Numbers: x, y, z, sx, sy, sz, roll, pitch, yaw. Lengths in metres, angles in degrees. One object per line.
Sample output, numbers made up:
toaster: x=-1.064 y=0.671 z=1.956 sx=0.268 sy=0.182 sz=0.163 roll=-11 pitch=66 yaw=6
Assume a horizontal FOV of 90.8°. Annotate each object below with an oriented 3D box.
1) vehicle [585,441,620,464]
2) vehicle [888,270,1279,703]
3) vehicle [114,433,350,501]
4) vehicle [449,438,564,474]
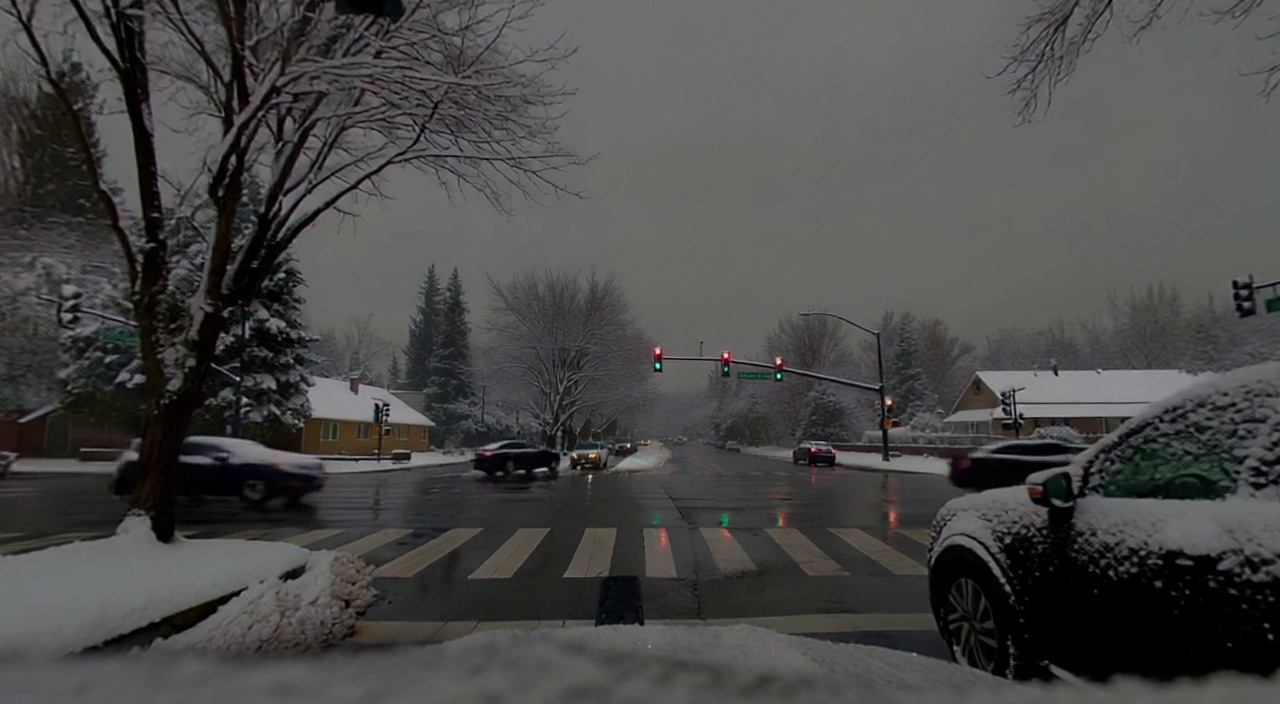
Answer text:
vehicle: x=-2.440 y=6.705 z=42.287 sx=2.046 sy=1.491 sz=4.118 roll=0 pitch=-9 yaw=1
vehicle: x=2.705 y=0.713 z=1.732 sx=2.085 sy=1.800 sz=4.908 roll=0 pitch=-9 yaw=1
vehicle: x=-10.293 y=2.925 z=16.237 sx=4.680 sy=1.620 sz=1.943 roll=0 pitch=-9 yaw=0
vehicle: x=-6.014 y=4.673 z=28.592 sx=4.689 sy=1.490 sz=1.920 roll=5 pitch=-10 yaw=-31
